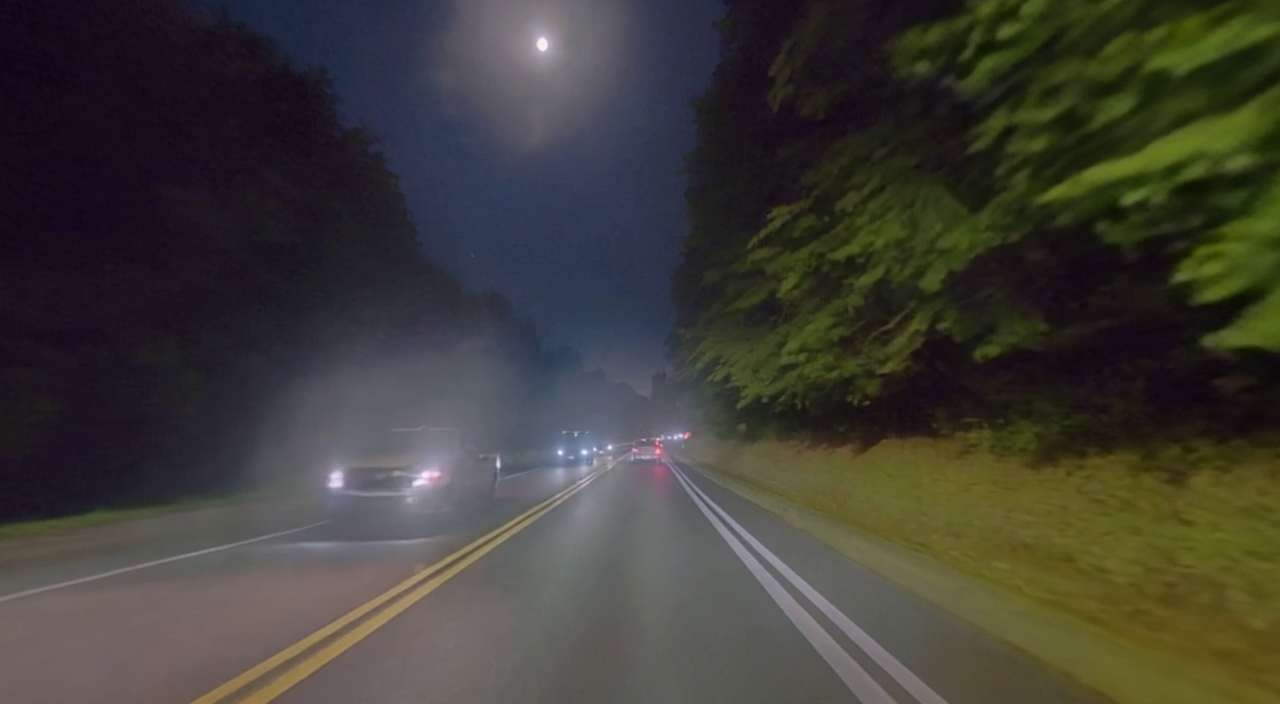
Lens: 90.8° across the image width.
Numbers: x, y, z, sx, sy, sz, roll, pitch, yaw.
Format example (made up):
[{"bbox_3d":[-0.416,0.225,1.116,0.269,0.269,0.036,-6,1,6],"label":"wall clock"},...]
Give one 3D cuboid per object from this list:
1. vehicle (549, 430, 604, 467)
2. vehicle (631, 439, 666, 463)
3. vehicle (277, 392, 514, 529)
[{"bbox_3d":[-3.665,5.724,37.511,2.461,2.030,5.478,-1,-9,2],"label":"vehicle"},{"bbox_3d":[0.549,6.291,40.249,2.067,1.486,3.861,0,-9,1],"label":"vehicle"},{"bbox_3d":[-4.542,2.186,13.173,2.479,2.208,5.780,0,-9,2],"label":"vehicle"}]
